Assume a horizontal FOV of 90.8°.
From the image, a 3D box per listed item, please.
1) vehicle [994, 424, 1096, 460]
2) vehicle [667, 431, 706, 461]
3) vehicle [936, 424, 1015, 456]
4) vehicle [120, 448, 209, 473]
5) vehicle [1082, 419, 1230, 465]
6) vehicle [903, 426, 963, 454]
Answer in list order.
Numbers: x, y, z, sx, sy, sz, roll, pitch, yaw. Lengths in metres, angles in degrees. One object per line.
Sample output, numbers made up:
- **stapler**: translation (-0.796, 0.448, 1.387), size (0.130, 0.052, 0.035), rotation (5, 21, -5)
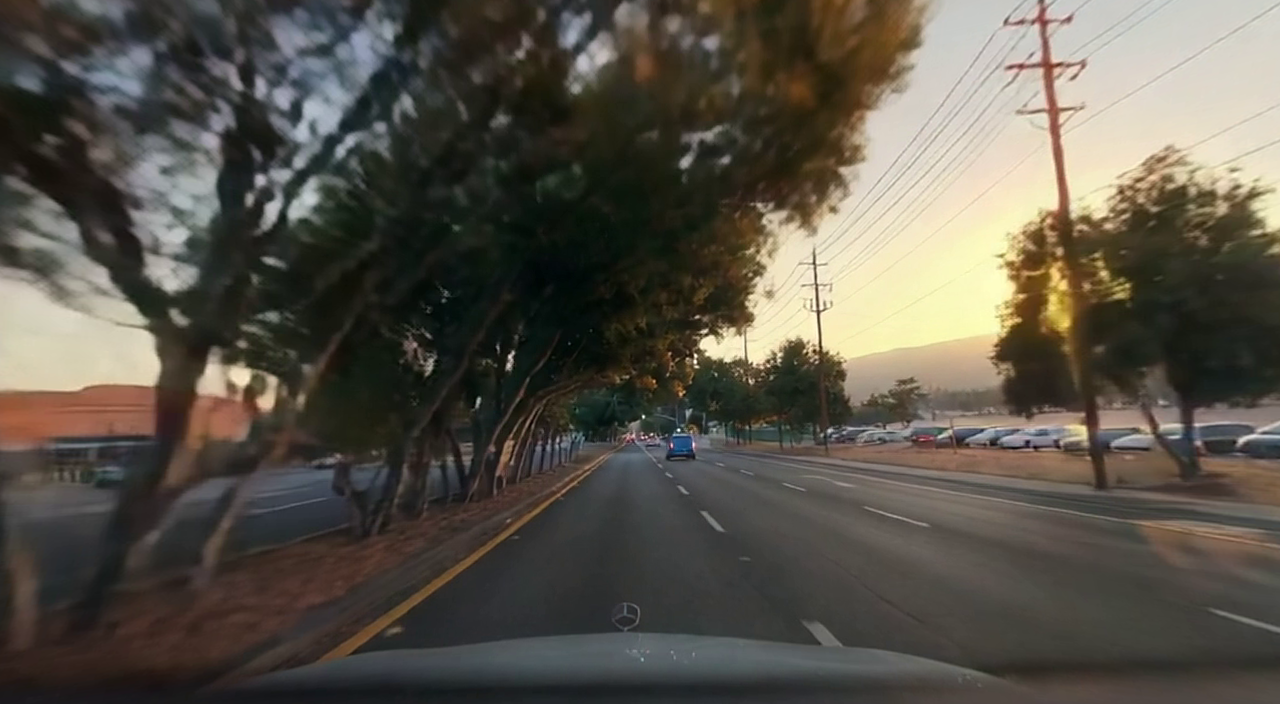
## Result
- **vehicle**: translation (20.169, 4.535, 31.763), size (2.021, 1.640, 4.620), rotation (0, -8, -1)
- **vehicle**: translation (2.970, 6.116, 40.989), size (2.086, 1.803, 4.607), rotation (0, -8, -1)
- **vehicle**: translation (19.964, 5.272, 37.839), size (1.941, 1.784, 4.967), rotation (0, -8, -1)
- **vehicle**: translation (-34.572, 7.867, 46.043), size (4.598, 1.717, 2.289), rotation (0, -8, -1)
- **vehicle**: translation (20.311, 3.600, 25.213), size (1.896, 1.656, 4.653), rotation (0, -8, -1)
- **vehicle**: translation (19.985, 6.055, 43.278), size (1.939, 1.753, 4.469), rotation (0, -8, 0)
